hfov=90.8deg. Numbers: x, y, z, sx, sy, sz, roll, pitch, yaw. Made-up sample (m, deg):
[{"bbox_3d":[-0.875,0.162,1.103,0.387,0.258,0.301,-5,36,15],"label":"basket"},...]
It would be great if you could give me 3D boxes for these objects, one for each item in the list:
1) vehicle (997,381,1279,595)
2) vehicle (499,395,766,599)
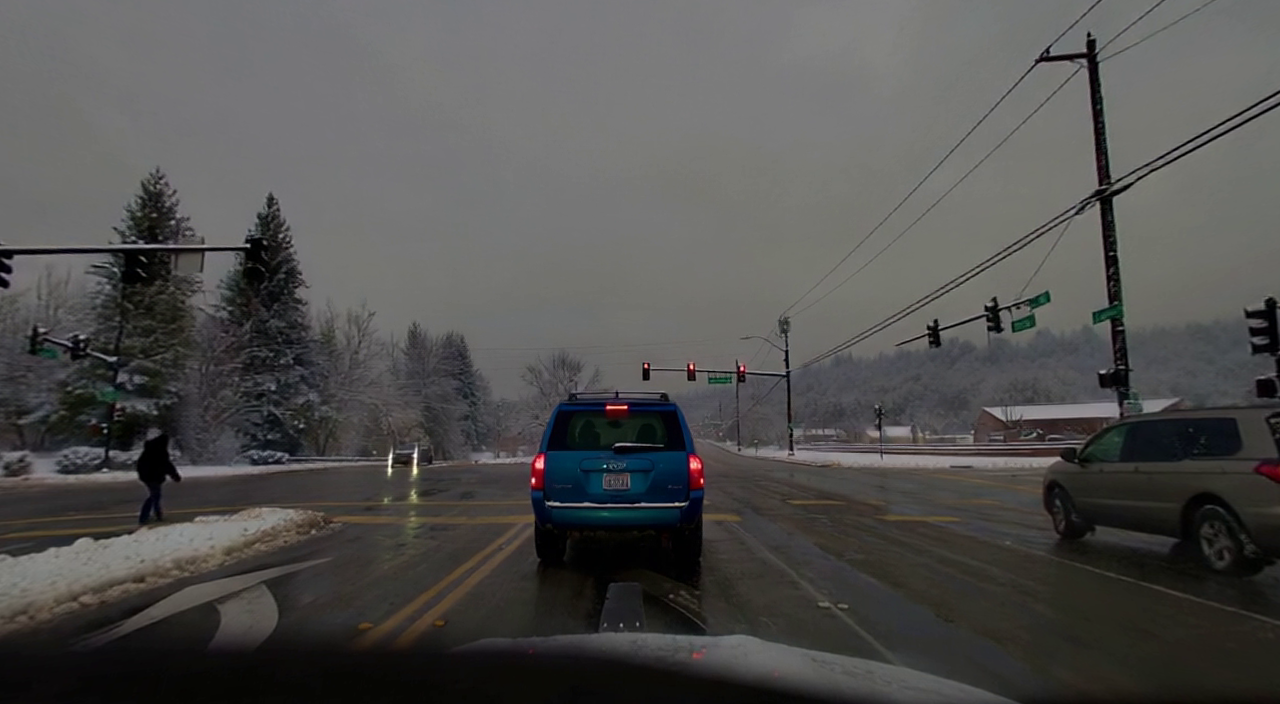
[{"bbox_3d":[6.585,1.439,7.248,2.119,1.827,4.806,0,-9,0],"label":"vehicle"},{"bbox_3d":[-0.102,1.561,7.637,2.285,1.729,4.252,0,-9,-1],"label":"vehicle"}]
